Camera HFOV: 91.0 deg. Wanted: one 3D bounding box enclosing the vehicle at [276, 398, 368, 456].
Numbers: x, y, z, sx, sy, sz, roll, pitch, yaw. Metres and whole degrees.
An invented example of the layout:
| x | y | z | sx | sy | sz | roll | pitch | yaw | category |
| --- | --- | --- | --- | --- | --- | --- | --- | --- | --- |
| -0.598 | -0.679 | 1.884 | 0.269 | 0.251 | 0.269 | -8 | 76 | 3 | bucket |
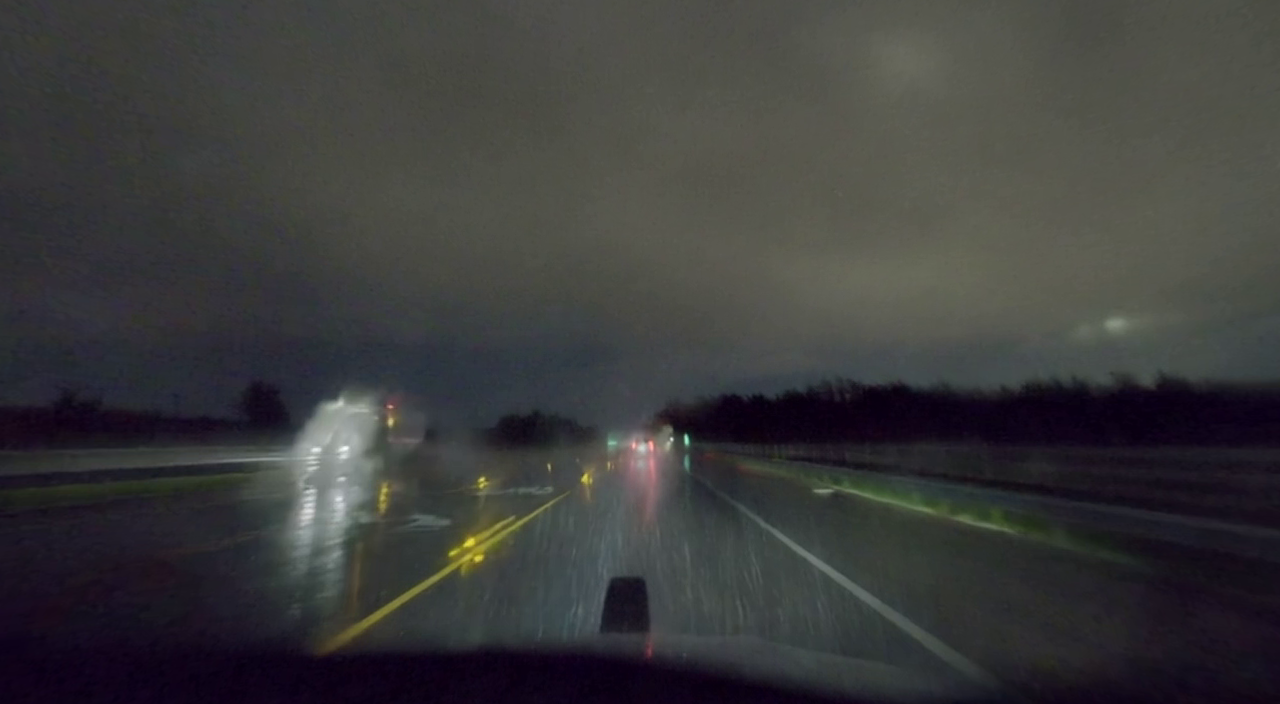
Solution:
| x | y | z | sx | sy | sz | roll | pitch | yaw | category |
| --- | --- | --- | --- | --- | --- | --- | --- | --- | --- |
| -22.360 | 5.381 | 44.724 | 3.237 | 3.806 | 6.063 | 1 | -8 | 0 | vehicle |
